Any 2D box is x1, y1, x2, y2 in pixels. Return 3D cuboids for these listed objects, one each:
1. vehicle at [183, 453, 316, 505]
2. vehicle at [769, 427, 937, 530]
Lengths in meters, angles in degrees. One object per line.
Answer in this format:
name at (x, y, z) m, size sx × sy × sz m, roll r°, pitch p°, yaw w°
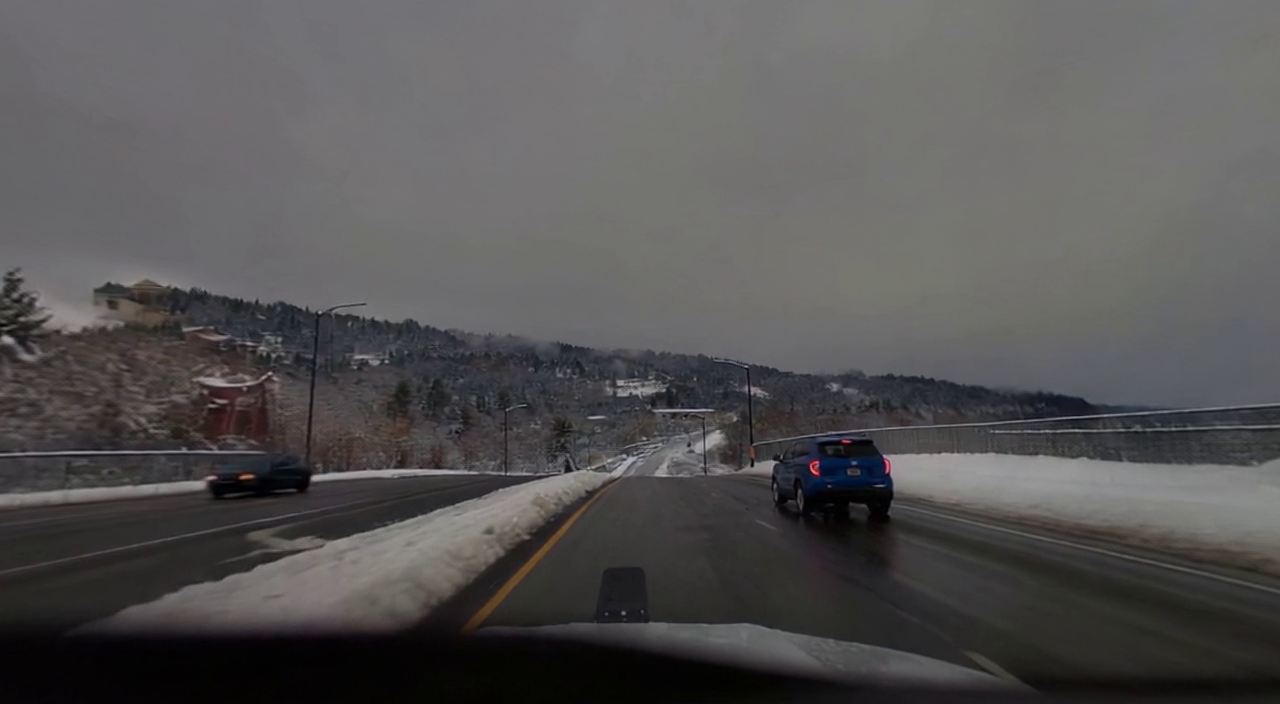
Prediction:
vehicle at (-13.894, 4.496, 22.807) m, size 1.918 × 1.642 × 4.391 m, roll 0°, pitch -9°, yaw 1°
vehicle at (4.088, 2.489, 12.993) m, size 1.989 × 1.730 × 4.324 m, roll 0°, pitch -9°, yaw 1°
